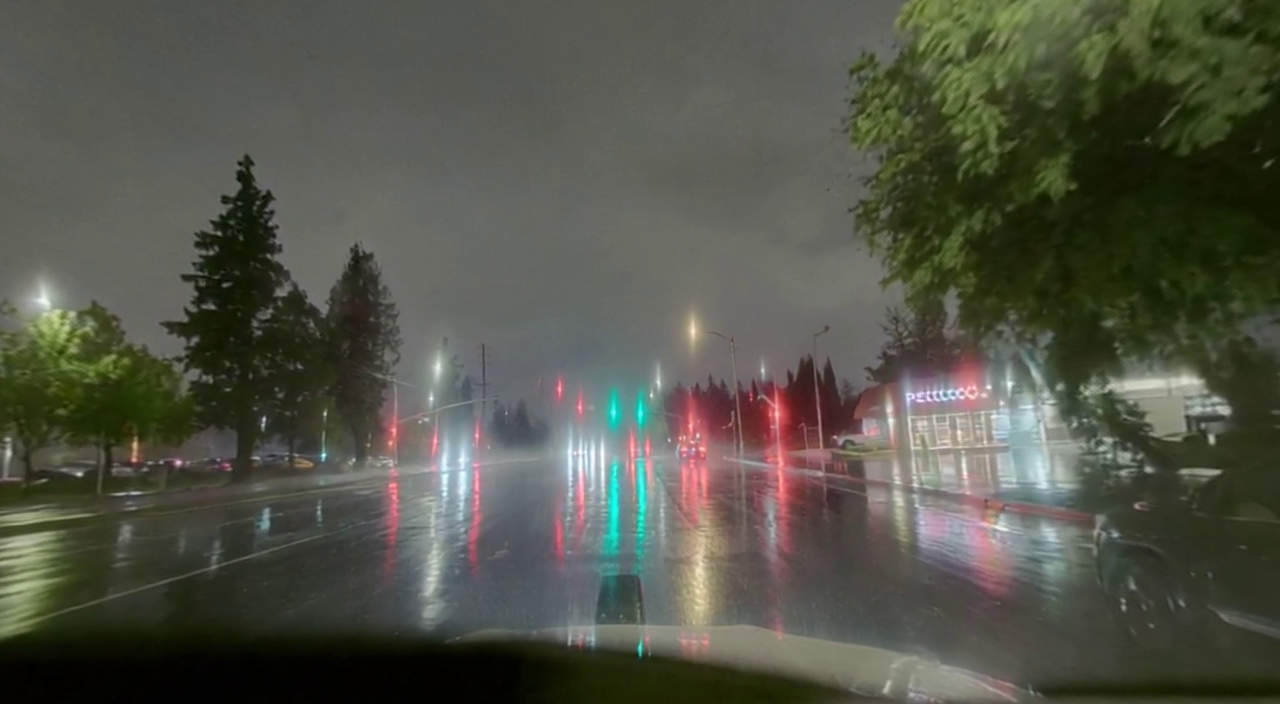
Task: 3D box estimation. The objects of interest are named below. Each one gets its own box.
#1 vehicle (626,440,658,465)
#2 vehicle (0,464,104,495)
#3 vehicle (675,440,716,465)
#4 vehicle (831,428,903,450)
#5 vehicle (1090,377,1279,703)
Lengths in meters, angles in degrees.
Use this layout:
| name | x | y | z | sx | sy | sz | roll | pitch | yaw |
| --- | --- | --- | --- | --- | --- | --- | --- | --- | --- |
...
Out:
| name | x | y | z | sx | sy | sz | roll | pitch | yaw |
| --- | --- | --- | --- | --- | --- | --- | --- | --- | --- |
| vehicle | 0.065 | 7.073 | 44.628 | 2.146 | 1.685 | 4.003 | 0 | -8 | -2 |
| vehicle | -33.935 | 7.293 | 36.204 | 4.560 | 1.530 | 1.950 | 5 | -10 | -32 |
| vehicle | 3.740 | 6.891 | 43.478 | 2.198 | 1.660 | 4.512 | 0 | -8 | -2 |
| vehicle | 15.865 | 6.122 | 44.311 | 4.344 | 1.512 | 1.936 | -1 | -8 | 5 |
| vehicle | 3.822 | 0.727 | 1.634 | 1.889 | 1.572 | 4.605 | 0 | -8 | 0 |
